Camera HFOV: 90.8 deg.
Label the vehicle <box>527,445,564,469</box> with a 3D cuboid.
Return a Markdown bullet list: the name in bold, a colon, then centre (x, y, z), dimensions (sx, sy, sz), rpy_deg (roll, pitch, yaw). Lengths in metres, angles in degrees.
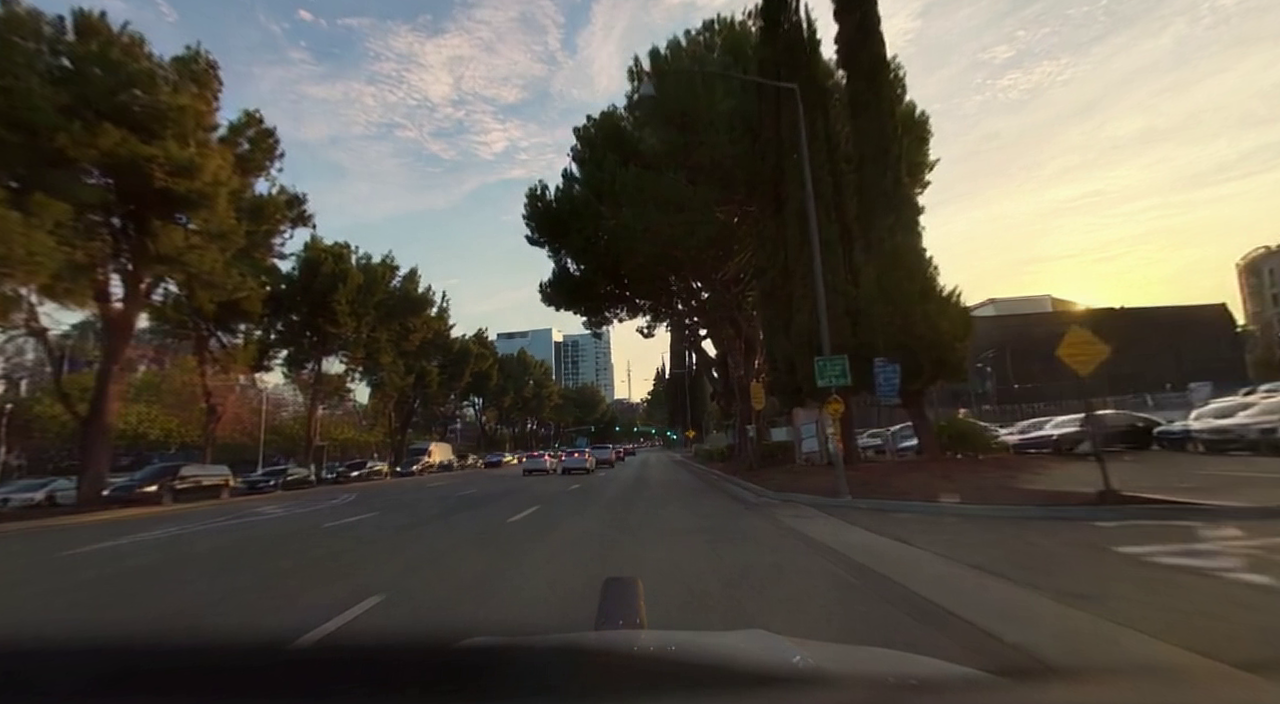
- **vehicle**: centre (-7.296, 8.106, 49.086), dimensions (2.054, 1.744, 4.422), rpy_deg (0, -8, 2)

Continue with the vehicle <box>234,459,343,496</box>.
- **vehicle**: centre (-16.376, 5.847, 29.807), dimensions (2.162, 1.480, 5.017), rpy_deg (0, -8, 1)

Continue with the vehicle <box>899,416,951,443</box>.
- **vehicle**: centre (21.406, 5.926, 47.721), dimensions (1.950, 1.823, 4.752), rpy_deg (-1, -9, 4)

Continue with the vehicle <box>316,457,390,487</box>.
- **vehicle**: centre (-16.228, 6.790, 36.028), dimensions (2.024, 1.531, 4.580), rpy_deg (0, -8, 1)

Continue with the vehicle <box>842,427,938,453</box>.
- **vehicle**: centre (14.493, 5.145, 36.841), dimensions (4.739, 1.424, 1.936), rpy_deg (0, -8, 1)

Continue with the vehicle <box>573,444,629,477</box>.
- **vehicle**: centre (-1.855, 5.367, 31.517), dimensions (2.235, 1.500, 4.420), rpy_deg (-1, -8, 4)

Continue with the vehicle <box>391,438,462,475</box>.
- **vehicle**: centre (-16.397, 8.062, 49.067), dimensions (2.599, 2.675, 7.177), rpy_deg (-1, -8, 4)

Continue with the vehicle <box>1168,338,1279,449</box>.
- **vehicle**: centre (14.063, 0.882, 12.404), dimensions (5.161, 1.993, 2.293), rpy_deg (-1, -8, 3)

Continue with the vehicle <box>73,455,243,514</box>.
- **vehicle**: centre (-16.422, 4.486, 21.936), dimensions (2.073, 1.749, 4.770), rpy_deg (0, -8, 1)

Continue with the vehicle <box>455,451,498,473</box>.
- **vehicle**: centre (-12.348, 8.318, 48.049), dimensions (2.013, 1.498, 4.474), rpy_deg (0, -8, 0)
